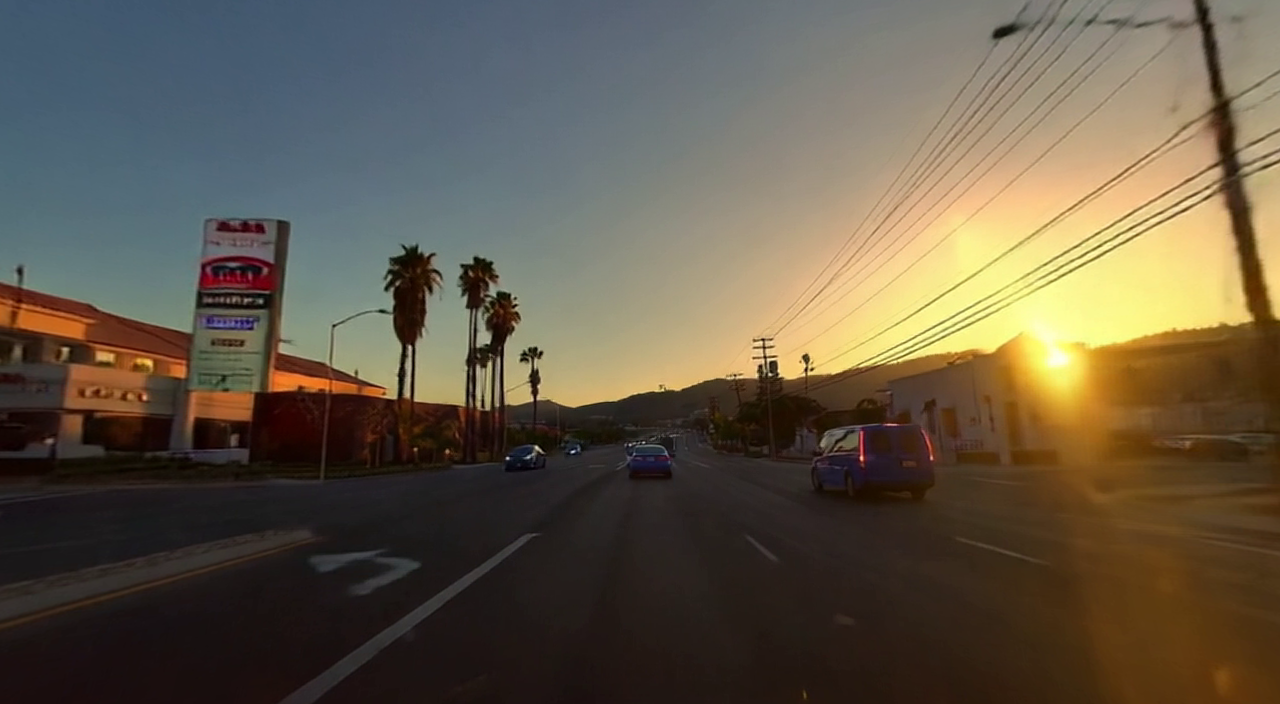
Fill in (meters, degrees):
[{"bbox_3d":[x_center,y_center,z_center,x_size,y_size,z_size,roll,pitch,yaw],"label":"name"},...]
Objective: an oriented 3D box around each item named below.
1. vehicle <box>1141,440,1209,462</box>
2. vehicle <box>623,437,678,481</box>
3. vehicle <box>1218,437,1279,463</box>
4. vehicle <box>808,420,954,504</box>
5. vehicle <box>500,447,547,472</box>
[{"bbox_3d":[41.725,7.751,49.239,1.779,1.515,4.189,-4,-9,4],"label":"vehicle"},{"bbox_3d":[0.409,4.454,26.330,2.138,1.672,4.168,0,-9,0],"label":"vehicle"},{"bbox_3d":[42.649,6.597,42.611,4.928,1.678,1.971,-1,-9,3],"label":"vehicle"},{"bbox_3d":[6.158,2.876,16.780,2.107,1.928,4.471,0,-9,0],"label":"vehicle"},{"bbox_3d":[-7.495,6.990,41.078,2.004,1.535,4.853,0,-9,2],"label":"vehicle"}]
